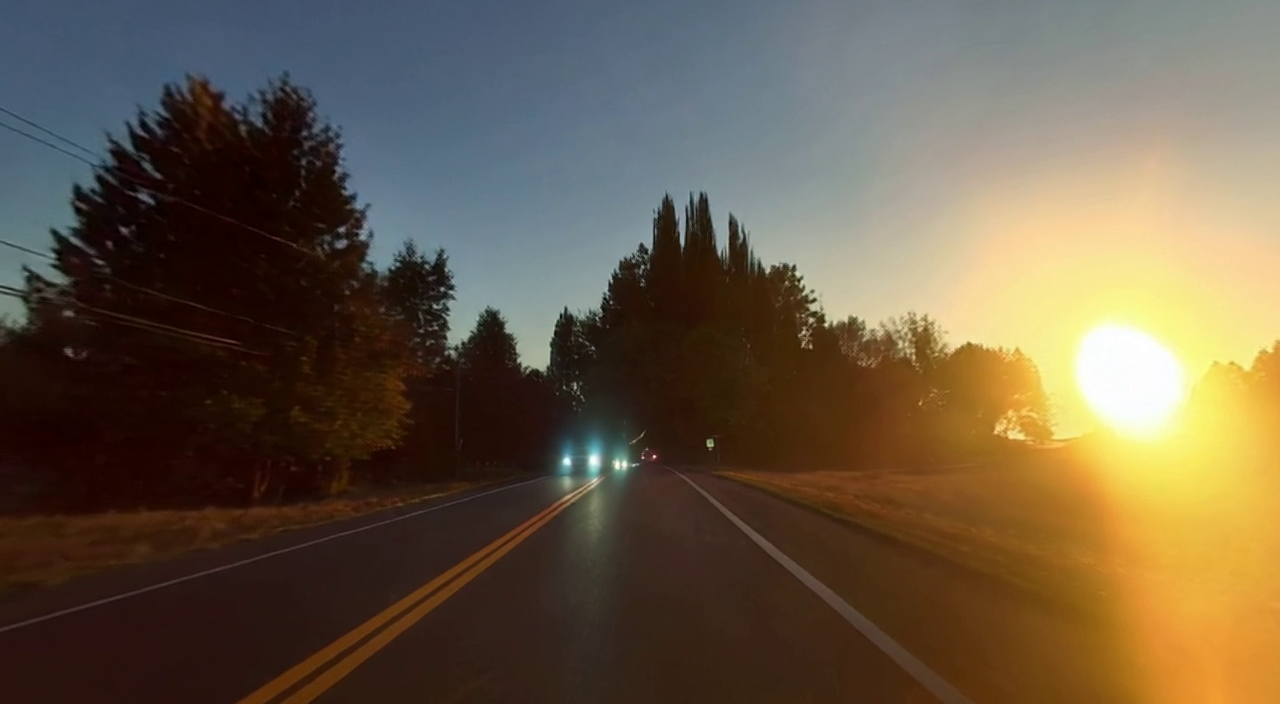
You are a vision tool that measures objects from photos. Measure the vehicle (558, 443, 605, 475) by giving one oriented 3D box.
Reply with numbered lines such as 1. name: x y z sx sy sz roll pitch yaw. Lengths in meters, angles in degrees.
1. vehicle: -3.567 6.707 39.733 2.255 1.849 5.576 -1 -9 2
